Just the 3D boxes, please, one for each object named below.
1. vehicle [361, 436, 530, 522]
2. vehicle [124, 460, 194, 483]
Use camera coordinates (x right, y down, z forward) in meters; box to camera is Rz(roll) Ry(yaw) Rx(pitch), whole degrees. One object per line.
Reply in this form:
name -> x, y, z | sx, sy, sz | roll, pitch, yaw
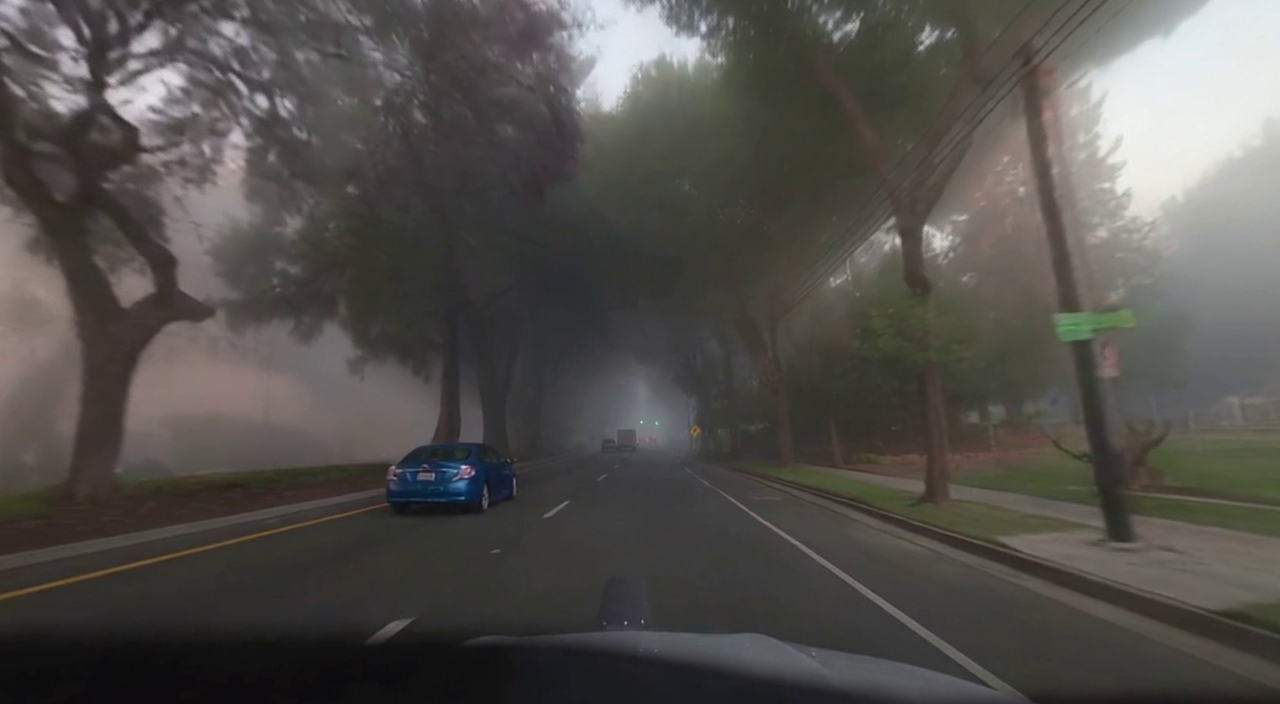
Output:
vehicle -> -3.733, 2.515, 13.113 | 2.033, 1.454, 4.512 | 0, -8, 1
vehicle -> -34.436, 8.566, 45.251 | 1.666, 1.443, 4.187 | 0, -8, 0
